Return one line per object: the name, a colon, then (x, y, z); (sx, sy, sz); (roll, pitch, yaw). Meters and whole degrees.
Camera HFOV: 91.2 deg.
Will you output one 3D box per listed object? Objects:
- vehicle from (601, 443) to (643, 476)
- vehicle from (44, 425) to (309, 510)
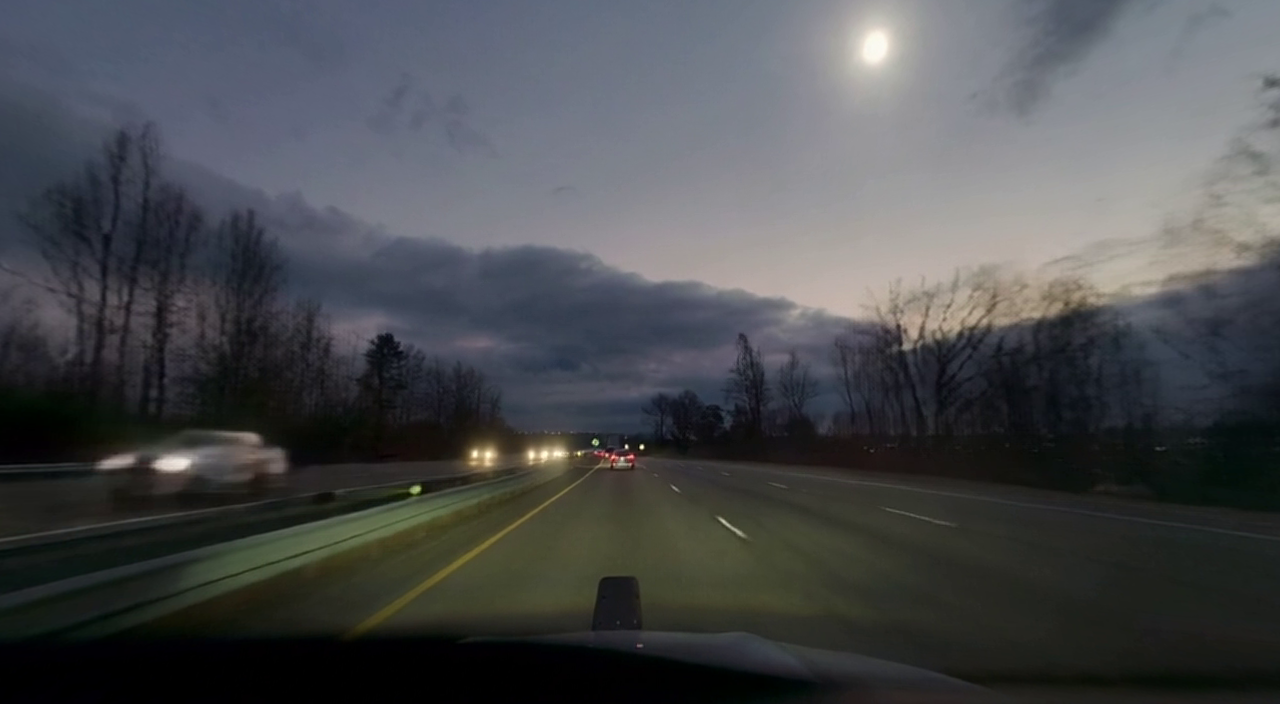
vehicle: (-1.017, 5.974, 34.996); (2.151, 1.693, 4.201); (0, -9, -2)
vehicle: (-9.779, 2.485, 13.979); (2.128, 1.510, 5.066); (0, -9, -1)
